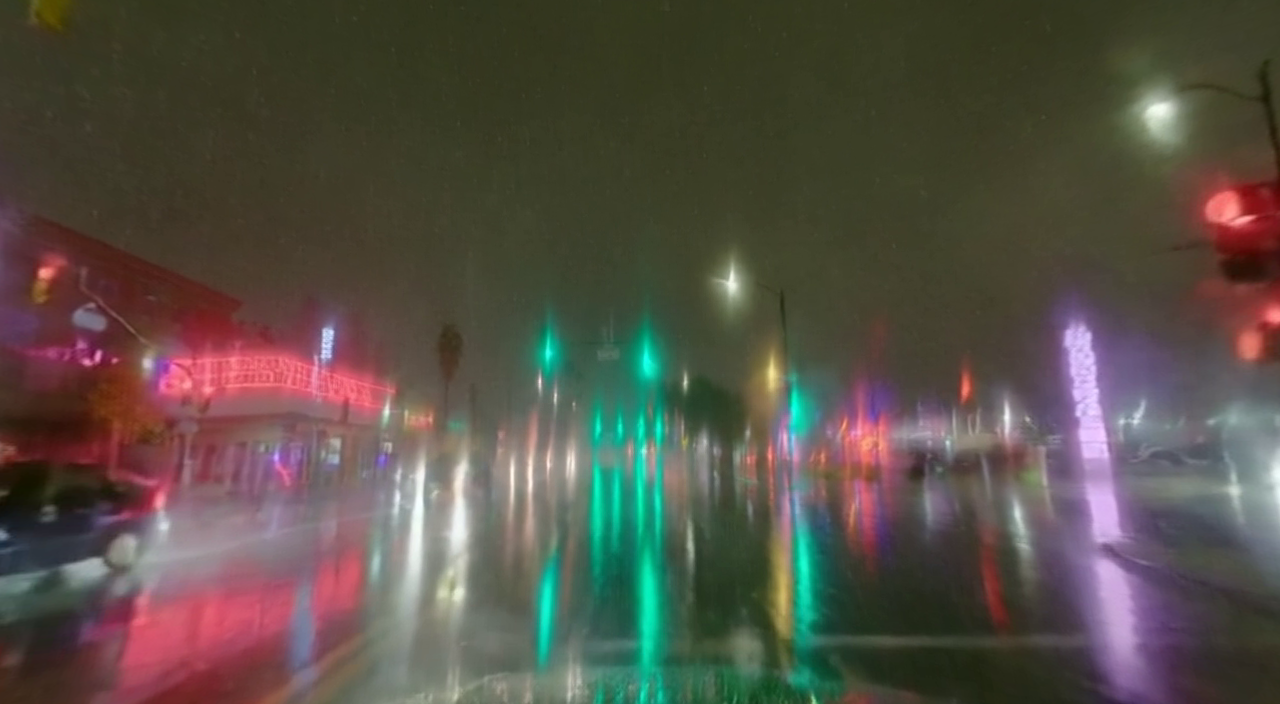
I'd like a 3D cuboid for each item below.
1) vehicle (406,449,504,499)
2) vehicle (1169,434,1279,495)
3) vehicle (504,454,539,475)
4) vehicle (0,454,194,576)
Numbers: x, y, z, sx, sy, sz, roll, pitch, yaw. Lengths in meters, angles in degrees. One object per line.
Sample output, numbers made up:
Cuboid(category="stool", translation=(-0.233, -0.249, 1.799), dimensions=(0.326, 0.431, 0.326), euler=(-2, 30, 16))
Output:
Cuboid(category="vehicle", translation=(-6.154, 4.090, 21.542), dimensions=(2.007, 1.478, 4.328), euler=(0, -8, 1))
Cuboid(category="vehicle", translation=(16.933, 2.903, 16.446), dimensions=(4.525, 1.471, 1.889), euler=(0, -9, 0))
Cuboid(category="vehicle", translation=(-9.190, 8.708, 49.033), dimensions=(1.913, 1.457, 4.048), euler=(0, -8, 1))
Cuboid(category="vehicle", translation=(-9.378, 2.370, 9.685), dimensions=(2.071, 1.534, 4.025), euler=(0, -8, 0))
